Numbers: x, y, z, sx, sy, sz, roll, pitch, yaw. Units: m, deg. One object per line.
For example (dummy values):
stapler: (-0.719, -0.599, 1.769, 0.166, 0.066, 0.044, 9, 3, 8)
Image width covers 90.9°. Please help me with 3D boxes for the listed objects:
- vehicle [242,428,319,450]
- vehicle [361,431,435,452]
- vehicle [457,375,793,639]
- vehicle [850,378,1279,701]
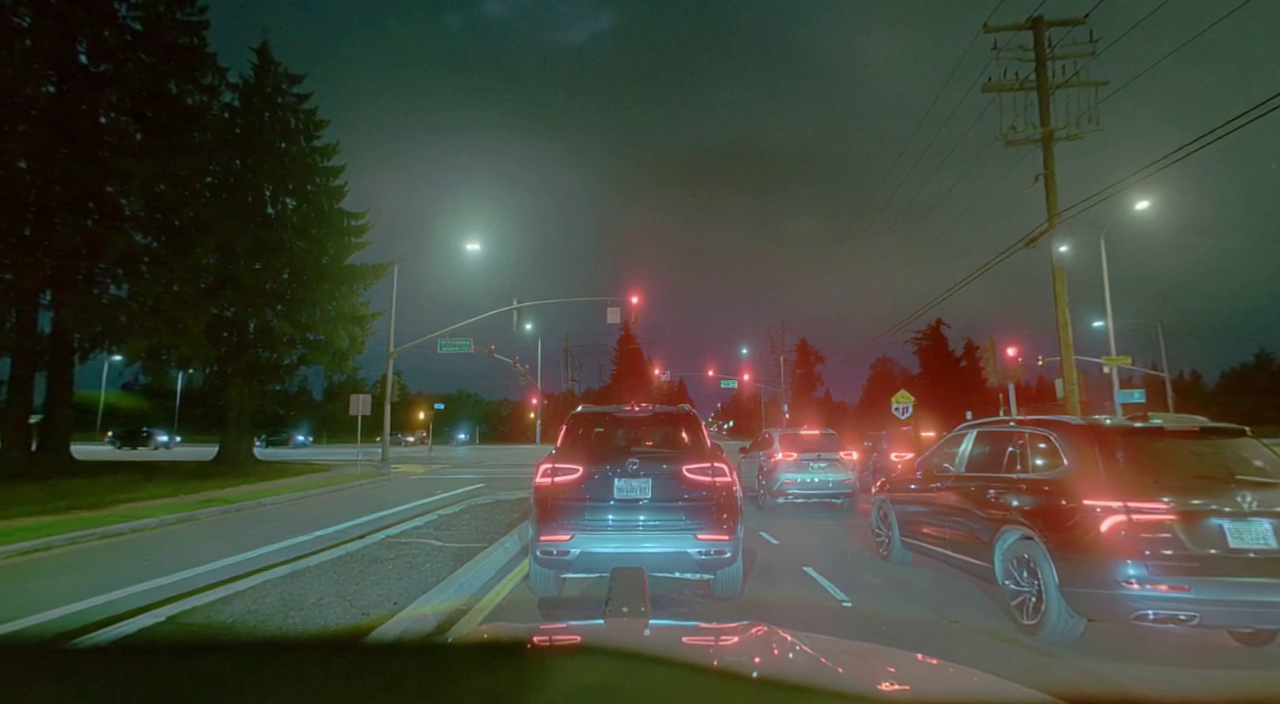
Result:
vehicle: (-26.836, 6.528, 47.227, 4.587, 1.639, 1.878, 0, -8, 1)
vehicle: (-17.744, 6.559, 46.375, 4.607, 1.478, 1.995, 0, -8, 0)
vehicle: (-0.150, 1.370, 6.592, 2.271, 1.786, 4.443, 0, -8, -1)
vehicle: (3.556, 1.295, 5.569, 1.948, 1.677, 4.437, 0, -8, 1)
